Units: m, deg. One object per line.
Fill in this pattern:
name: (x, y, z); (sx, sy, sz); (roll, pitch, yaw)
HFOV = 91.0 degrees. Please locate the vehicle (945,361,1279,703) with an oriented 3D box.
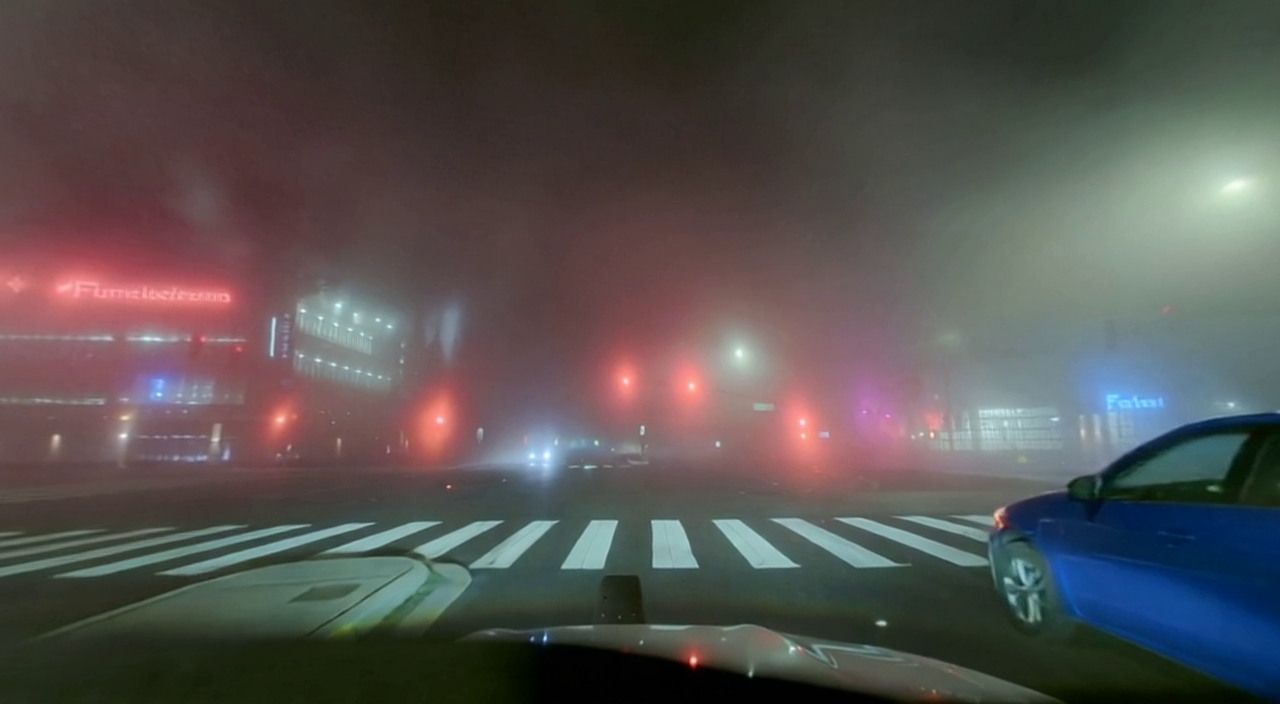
vehicle: (3.471, 0.928, 2.895); (2.067, 1.625, 4.073); (0, -8, 0)
